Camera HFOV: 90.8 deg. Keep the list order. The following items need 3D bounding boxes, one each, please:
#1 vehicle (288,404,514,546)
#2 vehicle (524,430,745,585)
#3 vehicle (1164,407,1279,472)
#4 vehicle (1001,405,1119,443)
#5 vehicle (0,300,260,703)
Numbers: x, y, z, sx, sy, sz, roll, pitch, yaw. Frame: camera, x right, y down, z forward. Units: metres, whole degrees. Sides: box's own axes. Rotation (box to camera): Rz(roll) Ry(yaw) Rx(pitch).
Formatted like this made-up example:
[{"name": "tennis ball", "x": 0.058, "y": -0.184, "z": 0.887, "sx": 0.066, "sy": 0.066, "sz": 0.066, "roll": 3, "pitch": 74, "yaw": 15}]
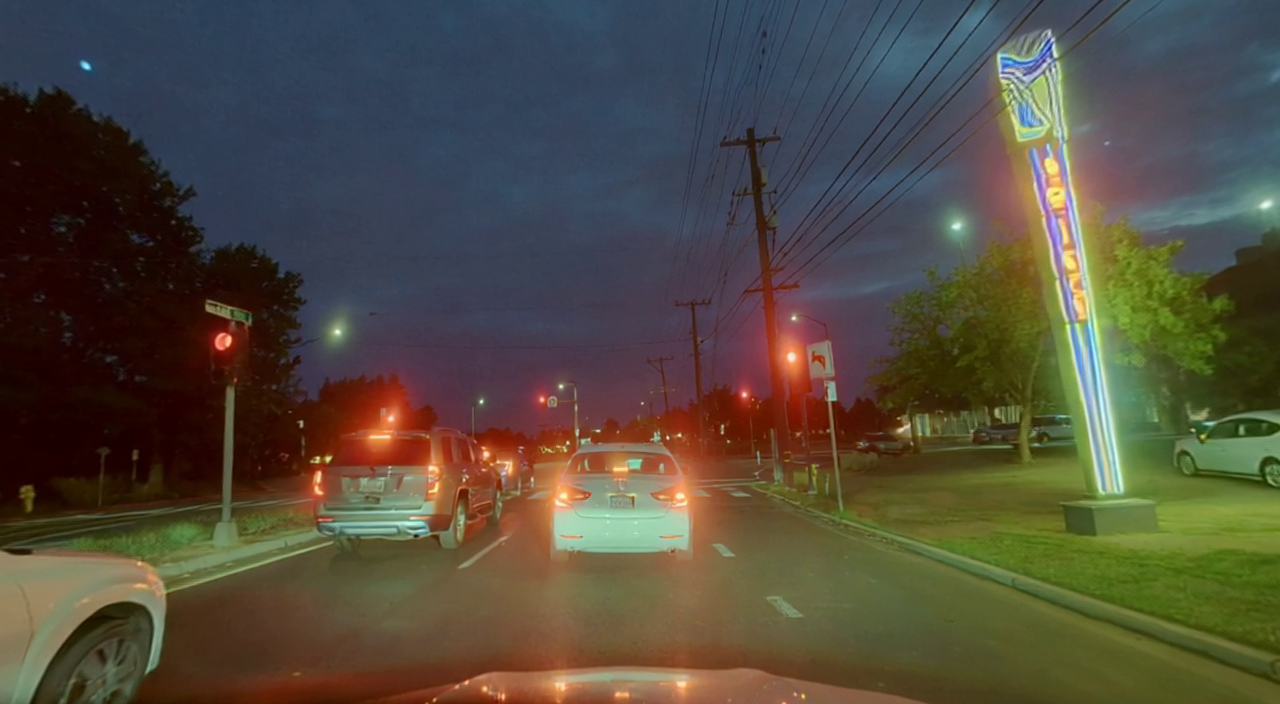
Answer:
[{"name": "vehicle", "x": -3.847, "y": 2.087, "z": 11.371, "sx": 2.147, "sy": 1.963, "sz": 4.927, "roll": 0, "pitch": -8, "yaw": 0}, {"name": "vehicle", "x": -0.099, "y": 1.801, "z": 8.146, "sx": 2.121, "sy": 1.474, "sz": 3.968, "roll": 0, "pitch": -8, "yaw": -1}, {"name": "vehicle", "x": 17.018, "y": 2.549, "z": 18.285, "sx": 1.858, "sy": 1.622, "sz": 4.491, "roll": -5, "pitch": -10, "yaw": 28}, {"name": "vehicle", "x": 26.833, "y": 4.643, "z": 40.518, "sx": 5.782, "sy": 2.286, "sz": 2.223, "roll": -1, "pitch": -9, "yaw": 4}, {"name": "vehicle", "x": -3.588, "y": 0.633, "z": 1.533, "sx": 2.085, "sy": 1.943, "sz": 5.053, "roll": 0, "pitch": -8, "yaw": 1}]
